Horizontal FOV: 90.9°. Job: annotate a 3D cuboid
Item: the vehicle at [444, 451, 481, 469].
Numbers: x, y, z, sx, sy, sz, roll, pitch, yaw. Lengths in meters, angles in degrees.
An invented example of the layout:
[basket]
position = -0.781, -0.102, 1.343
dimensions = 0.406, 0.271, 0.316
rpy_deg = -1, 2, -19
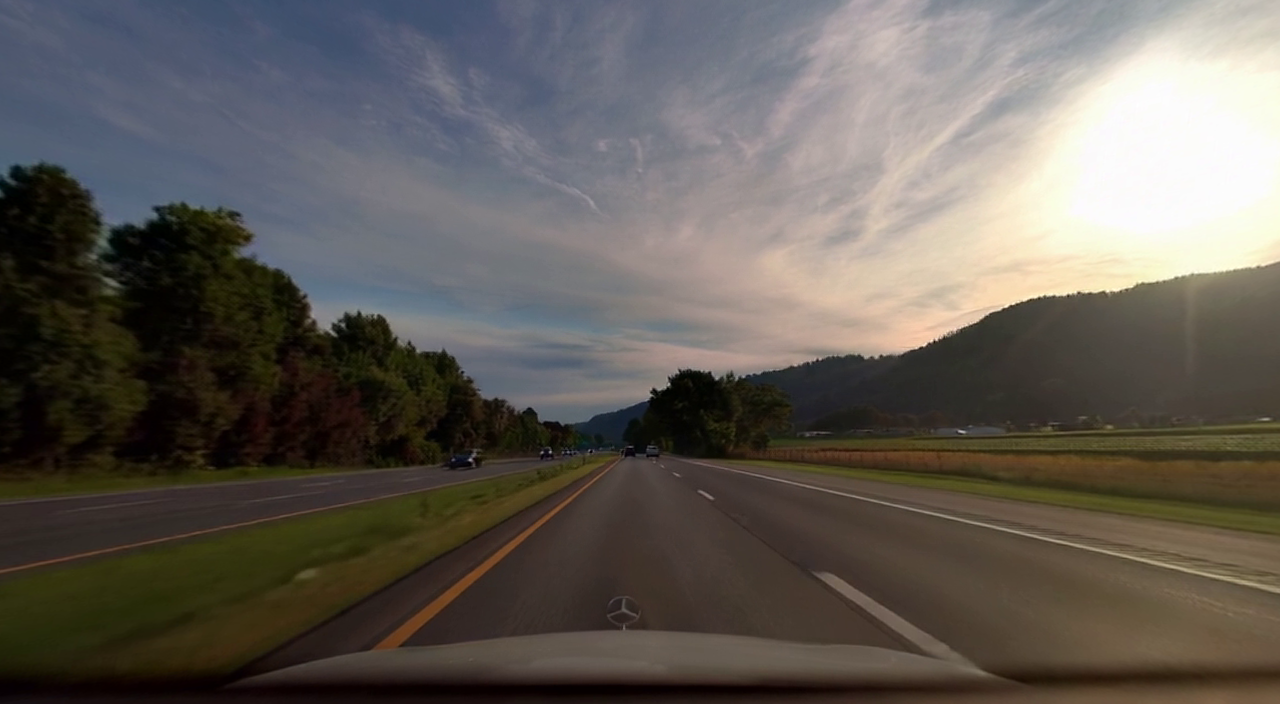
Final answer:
[vehicle]
position = -12.847, 7.808, 45.797
dimensions = 1.644, 1.235, 3.646
rpy_deg = 0, -9, 0
